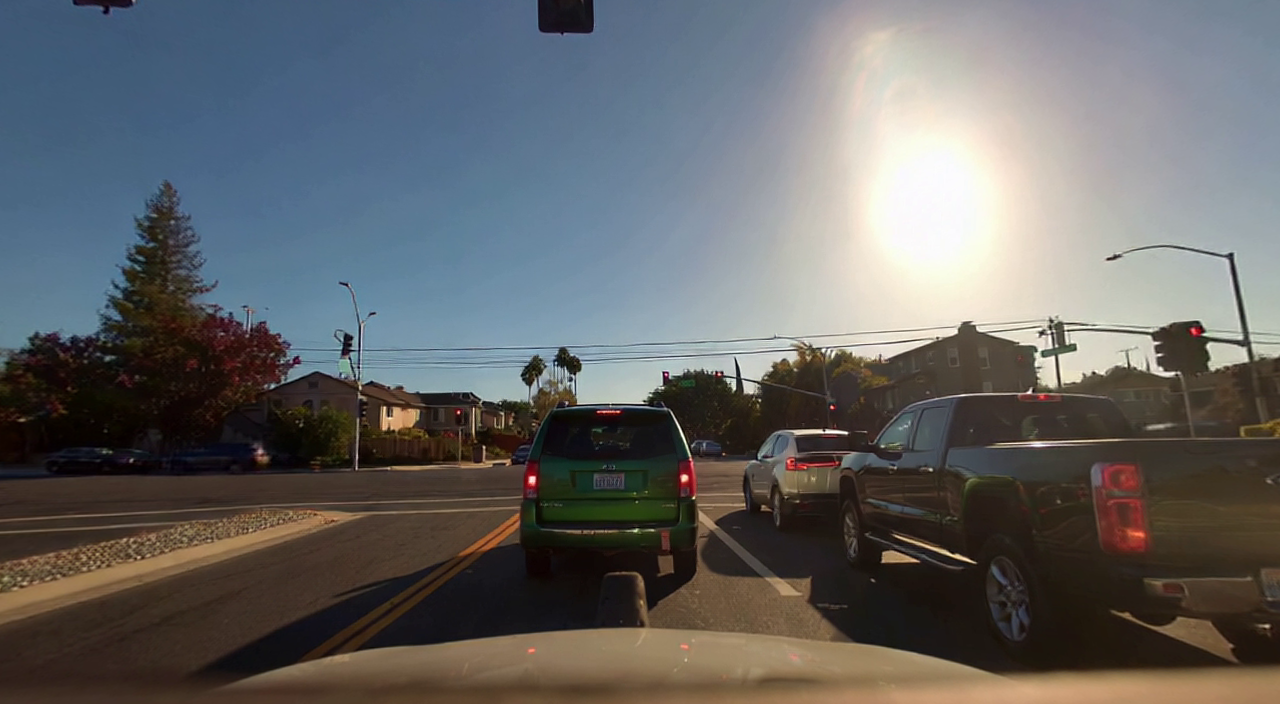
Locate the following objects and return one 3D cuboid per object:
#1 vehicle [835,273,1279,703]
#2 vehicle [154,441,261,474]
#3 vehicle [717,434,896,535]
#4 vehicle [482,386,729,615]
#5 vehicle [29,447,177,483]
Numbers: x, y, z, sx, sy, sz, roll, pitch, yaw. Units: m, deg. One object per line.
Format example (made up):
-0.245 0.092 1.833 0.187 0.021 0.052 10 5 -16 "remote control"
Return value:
2.989 0.951 3.916 1.886 1.849 5.070 0 -8 -1 "vehicle"
-23.404 5.713 34.322 4.289 1.672 1.864 1 -8 -9 "vehicle"
2.716 2.267 11.537 1.952 1.465 4.421 0 -8 -2 "vehicle"
-0.251 1.403 6.698 1.915 1.780 3.379 0 -8 1 "vehicle"
-22.877 4.793 27.078 4.533 1.350 1.714 0 -8 -9 "vehicle"
